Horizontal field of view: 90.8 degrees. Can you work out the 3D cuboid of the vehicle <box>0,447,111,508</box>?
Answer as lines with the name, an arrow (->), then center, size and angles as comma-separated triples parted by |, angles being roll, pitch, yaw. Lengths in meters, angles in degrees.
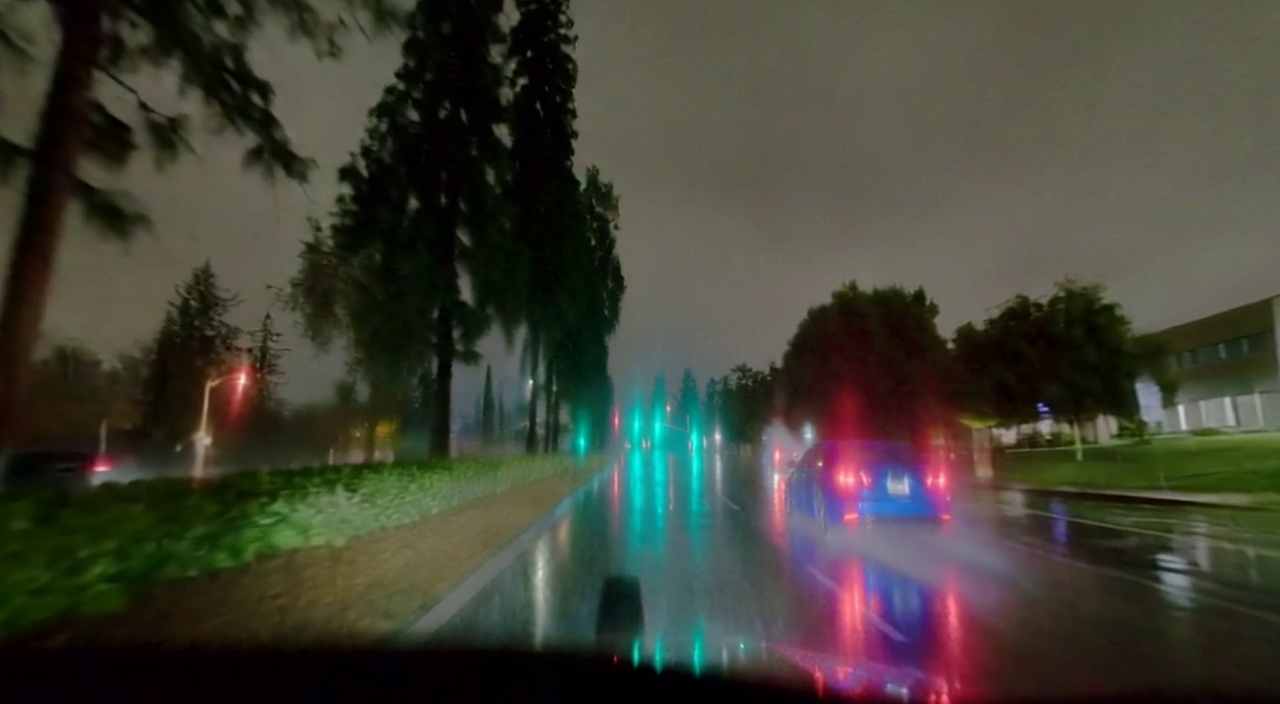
vehicle -> -16.680, 3.204, 16.286 | 1.921, 1.466, 4.804 | 0, -8, 0

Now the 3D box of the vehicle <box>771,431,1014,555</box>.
vehicle -> 3.515, 2.025, 9.843 | 1.950, 1.473, 4.259 | 0, -8, -1
